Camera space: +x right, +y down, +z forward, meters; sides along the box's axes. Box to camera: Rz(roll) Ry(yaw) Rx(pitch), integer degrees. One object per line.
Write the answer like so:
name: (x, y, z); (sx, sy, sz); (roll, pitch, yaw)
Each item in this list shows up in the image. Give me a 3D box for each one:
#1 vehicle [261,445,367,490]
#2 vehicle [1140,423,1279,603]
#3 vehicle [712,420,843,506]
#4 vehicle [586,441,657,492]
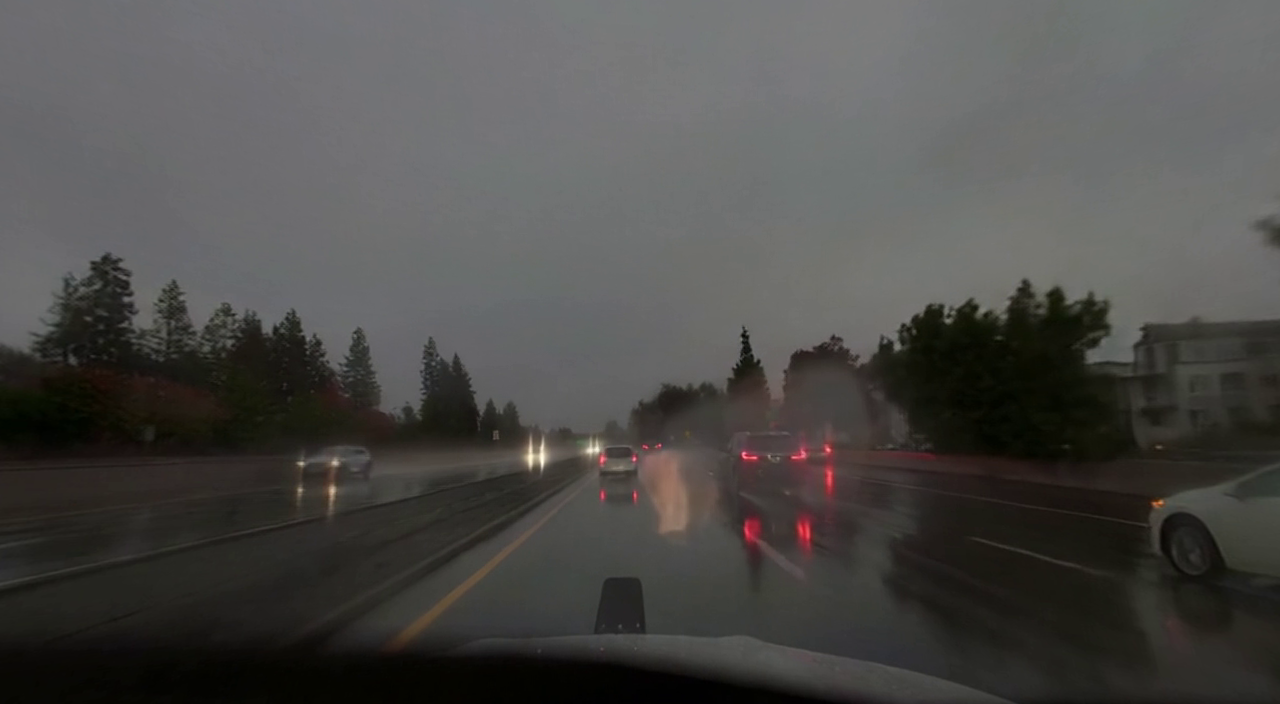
vehicle: (-14.533, 5.139, 28.582); (2.178, 1.793, 4.921); (0, -8, 0)
vehicle: (6.505, 1.177, 4.219); (2.434, 1.467, 4.726); (0, -8, -1)
vehicle: (3.266, 2.765, 16.149); (2.186, 1.842, 4.553); (0, -8, -2)
vehicle: (-0.553, 3.606, 20.266); (2.040, 1.451, 3.736); (0, -8, 0)
